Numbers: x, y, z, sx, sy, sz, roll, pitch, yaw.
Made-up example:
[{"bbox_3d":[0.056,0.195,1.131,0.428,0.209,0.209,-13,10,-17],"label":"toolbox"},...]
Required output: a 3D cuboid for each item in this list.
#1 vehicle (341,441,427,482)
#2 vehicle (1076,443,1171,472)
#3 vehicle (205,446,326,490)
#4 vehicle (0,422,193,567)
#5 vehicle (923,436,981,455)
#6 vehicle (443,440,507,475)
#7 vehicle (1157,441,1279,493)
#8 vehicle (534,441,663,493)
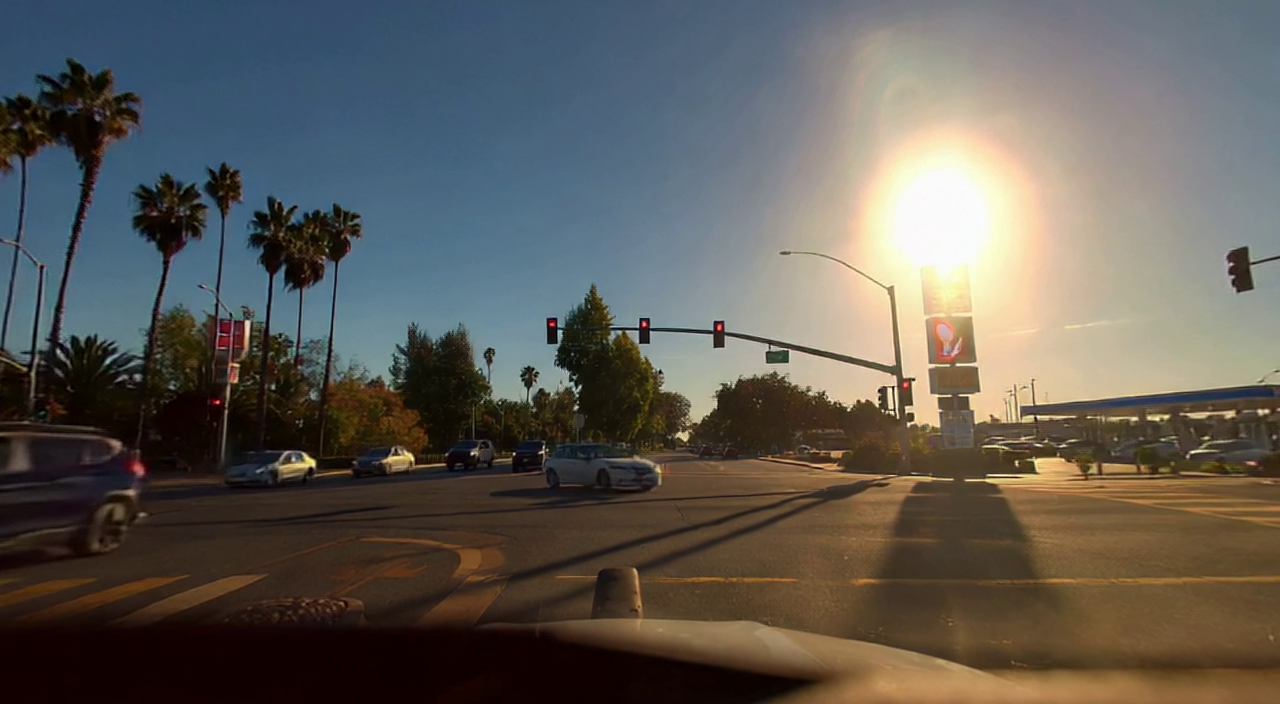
[{"bbox_3d":[-11.875,5.095,29.717,1.973,1.712,4.872,0,-9,0],"label":"vehicle"},{"bbox_3d":[24.245,5.295,31.748,3.474,1.376,1.538,0,-9,-2],"label":"vehicle"},{"bbox_3d":[-15.178,4.691,25.956,2.099,1.590,4.625,0,-9,0],"label":"vehicle"},{"bbox_3d":[-8.493,1.800,8.280,2.156,1.662,4.186,0,-9,0],"label":"vehicle"},{"bbox_3d":[22.516,6.760,45.669,3.356,1.395,1.559,0,-9,-1],"label":"vehicle"},{"bbox_3d":[-8.536,5.508,33.195,2.124,1.701,4.551,0,-9,0],"label":"vehicle"},{"bbox_3d":[18.716,3.399,18.815,5.015,1.446,1.862,0,-9,-3],"label":"vehicle"},{"bbox_3d":[-1.462,3.619,20.329,1.983,1.464,4.579,6,-11,-36],"label":"vehicle"}]
